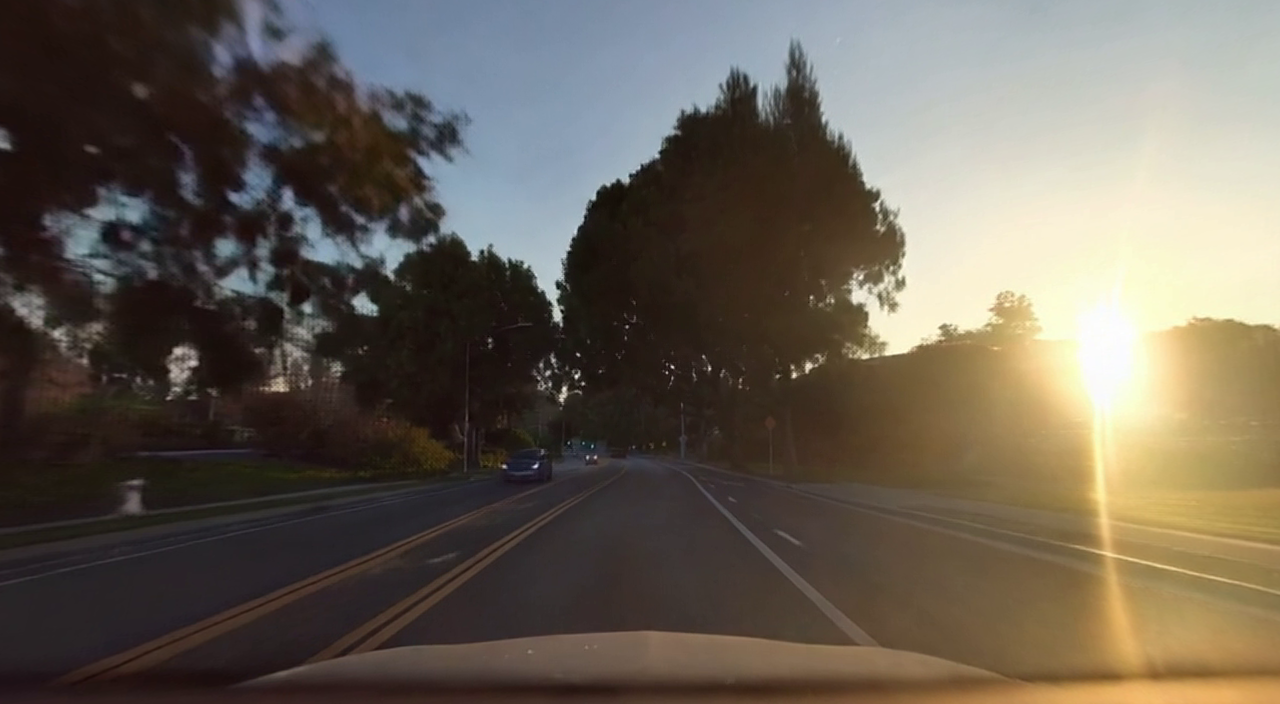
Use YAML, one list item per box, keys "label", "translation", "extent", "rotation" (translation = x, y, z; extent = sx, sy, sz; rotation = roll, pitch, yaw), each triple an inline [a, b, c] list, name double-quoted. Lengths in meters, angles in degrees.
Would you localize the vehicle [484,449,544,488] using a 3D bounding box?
- label: "vehicle"
  translation: [-5.445, 5.053, 27.704]
  extent: [1.816, 1.543, 3.931]
  rotation: [-1, -8, 0]
